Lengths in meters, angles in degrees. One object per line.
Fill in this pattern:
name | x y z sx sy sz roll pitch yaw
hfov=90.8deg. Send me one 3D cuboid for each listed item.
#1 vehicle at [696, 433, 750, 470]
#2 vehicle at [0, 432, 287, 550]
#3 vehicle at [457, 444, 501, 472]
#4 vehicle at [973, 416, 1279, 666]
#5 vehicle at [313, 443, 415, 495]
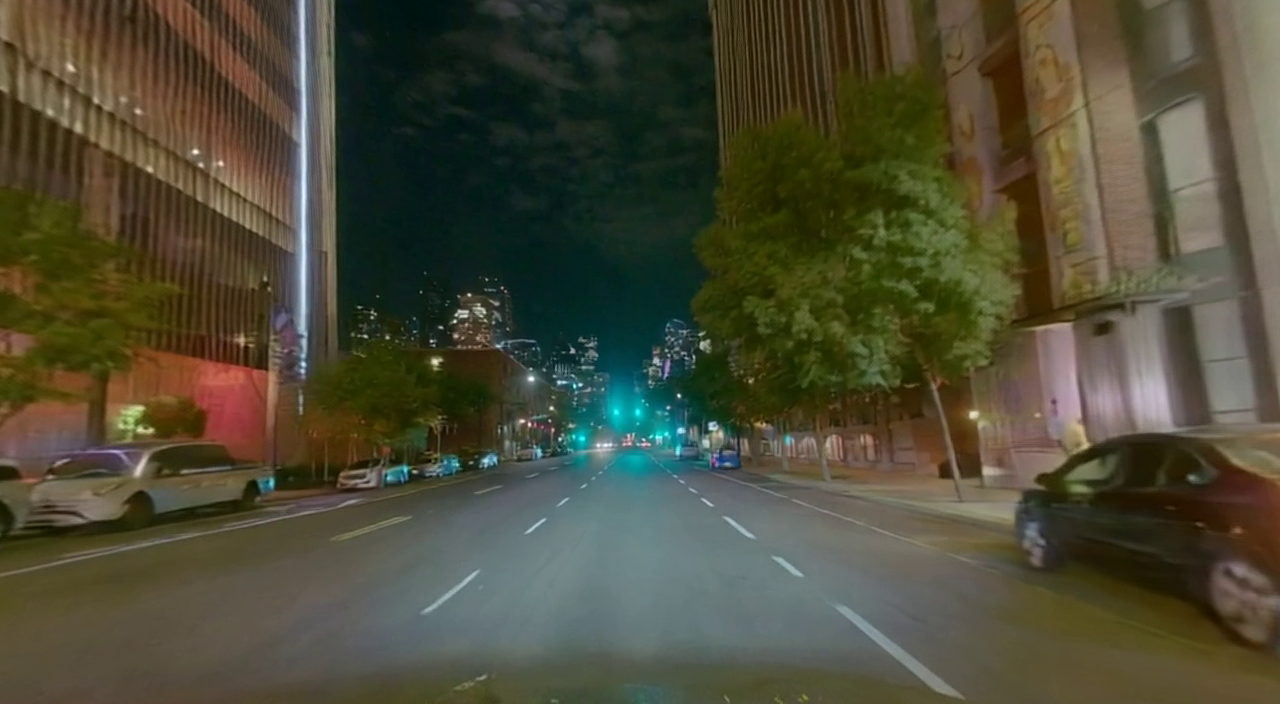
vehicle | 4.575 5.577 35.582 2.237 1.908 5.320 0 -8 -1
vehicle | -10.898 2.912 14.107 2.574 1.922 6.292 -4 -9 -1
vehicle | -11.330 7.489 44.748 2.039 1.770 4.445 -3 -9 -1
vehicle | 4.911 1.345 5.148 1.929 1.522 4.543 0 -8 0
vehicle | -11.358 4.796 26.492 1.970 1.828 5.519 -3 -8 -2
